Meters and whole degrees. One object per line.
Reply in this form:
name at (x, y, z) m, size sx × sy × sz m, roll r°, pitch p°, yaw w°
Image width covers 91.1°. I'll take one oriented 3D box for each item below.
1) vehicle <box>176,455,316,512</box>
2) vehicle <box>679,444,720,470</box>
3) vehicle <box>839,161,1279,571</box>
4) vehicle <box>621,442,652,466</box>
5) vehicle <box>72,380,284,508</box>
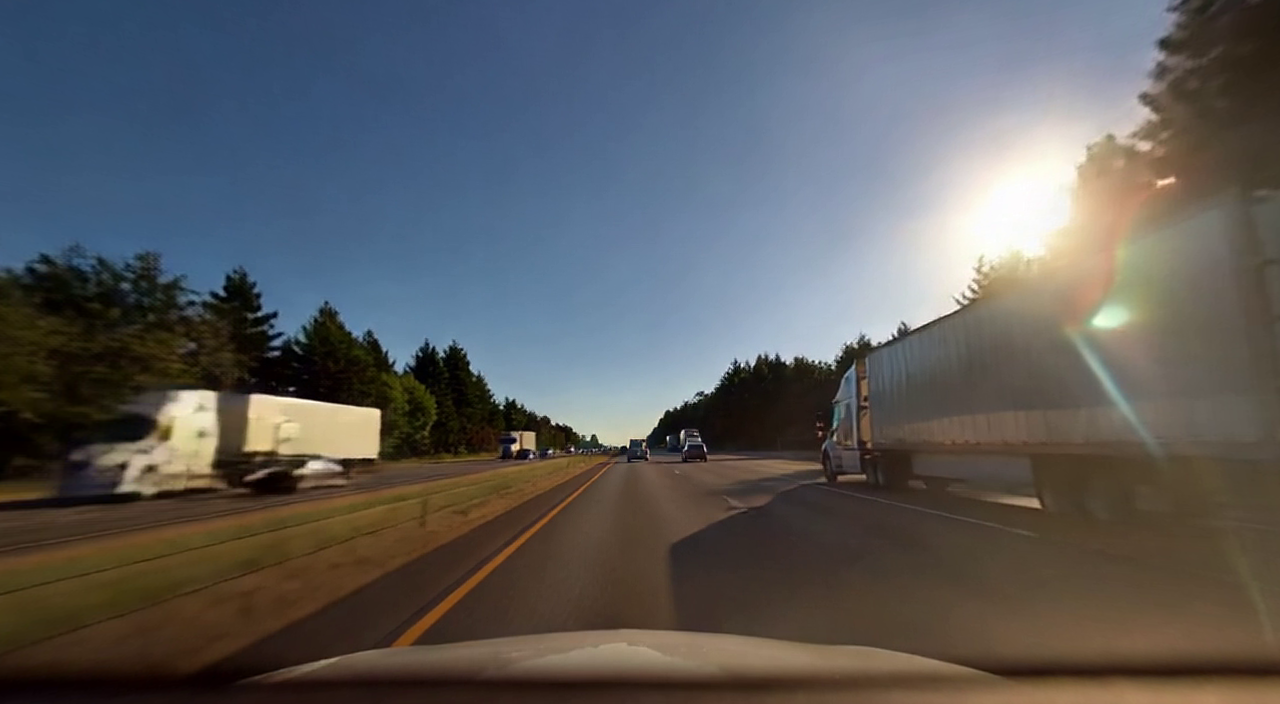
vehicle at (-12.338, 4.093, 20.025) m, size 1.862 × 1.549 × 3.996 m, roll 0°, pitch -9°, yaw 0°
vehicle at (3.627, 6.502, 39.112) m, size 2.025 × 1.534 × 4.179 m, roll 0°, pitch -9°, yaw -1°
vehicle at (7.818, 1.026, 12.106) m, size 3.044 × 4.073 × 14.016 m, roll 0°, pitch -9°, yaw -1°
vehicle at (-0.265, 7.497, 46.337) m, size 2.114 × 1.706 × 4.106 m, roll 0°, pitch -9°, yaw 0°
vehicle at (-16.666, 3.418, 23.422) m, size 2.998 × 4.091 × 6.130 m, roll 0°, pitch -9°, yaw 0°
